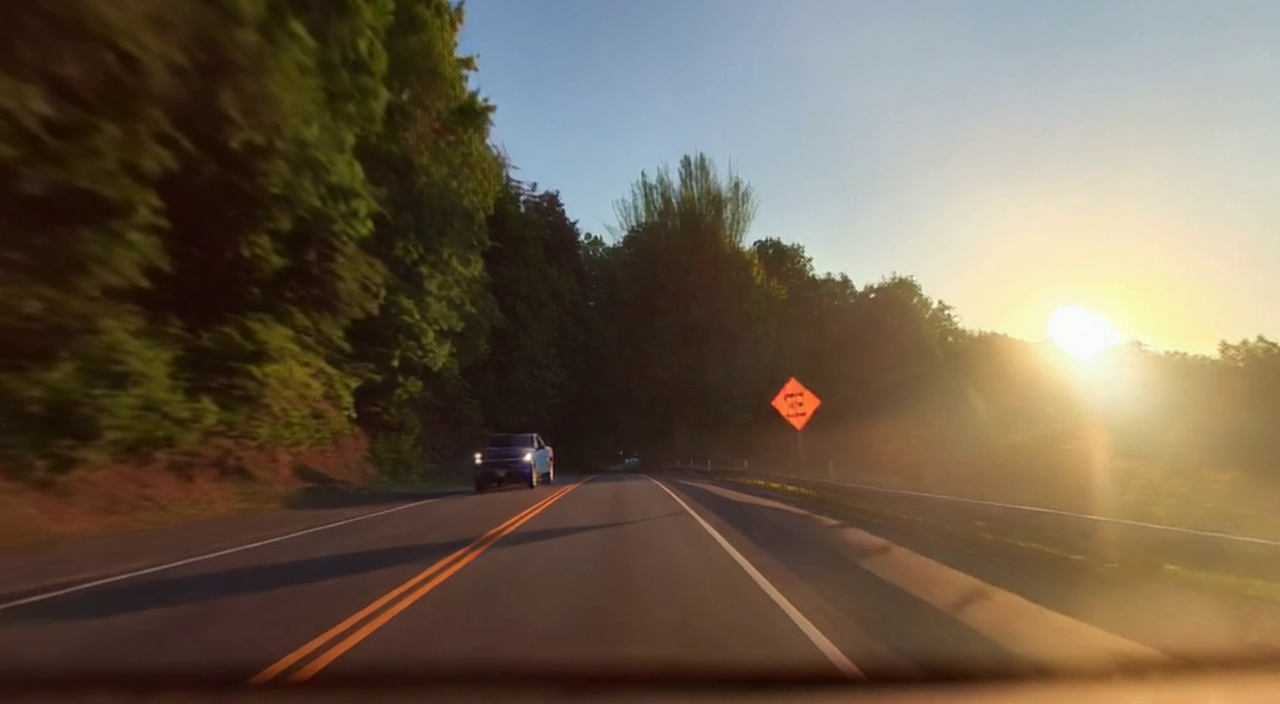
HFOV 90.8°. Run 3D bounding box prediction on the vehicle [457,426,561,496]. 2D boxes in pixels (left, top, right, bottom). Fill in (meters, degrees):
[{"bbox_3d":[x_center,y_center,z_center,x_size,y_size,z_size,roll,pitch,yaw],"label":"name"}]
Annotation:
[{"bbox_3d":[-4.581,3.951,23.300,2.638,2.200,5.867,-1,-8,0],"label":"vehicle"}]
